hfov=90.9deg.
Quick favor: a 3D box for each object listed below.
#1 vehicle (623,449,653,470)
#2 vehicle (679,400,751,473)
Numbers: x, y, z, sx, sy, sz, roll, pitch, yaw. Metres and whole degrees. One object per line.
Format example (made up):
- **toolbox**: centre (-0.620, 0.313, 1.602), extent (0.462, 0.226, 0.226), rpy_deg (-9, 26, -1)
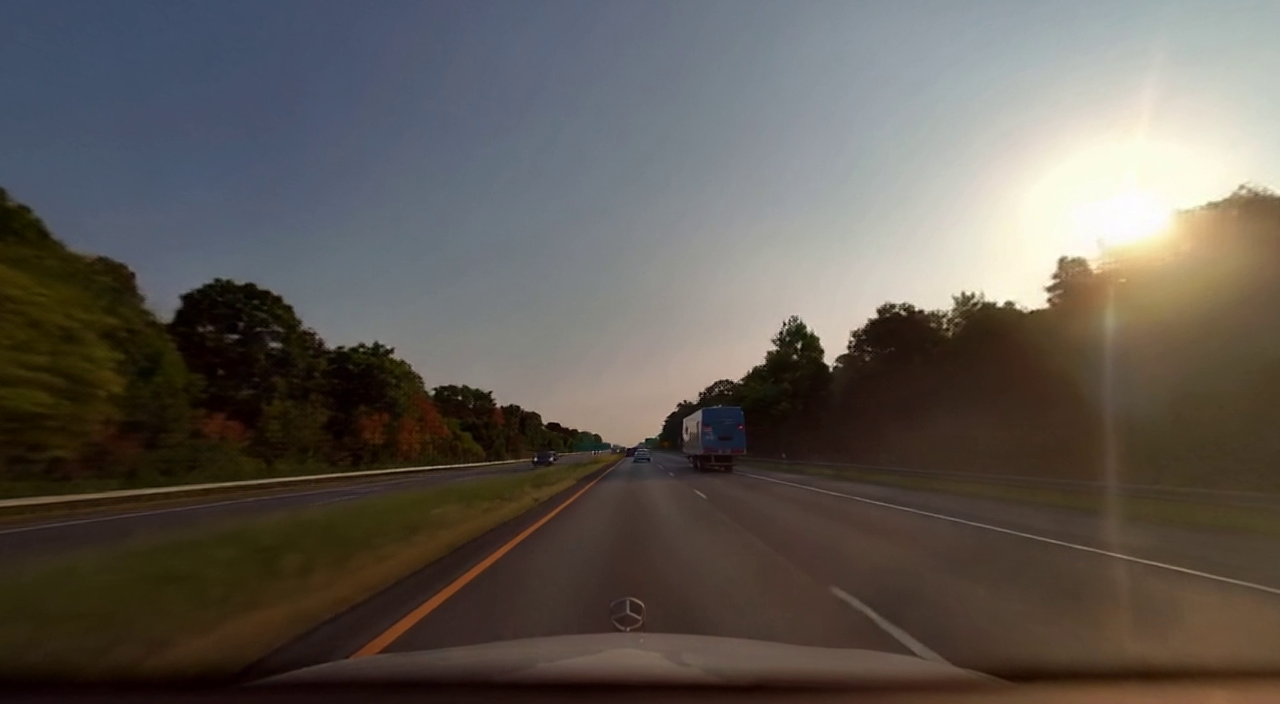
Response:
- **vehicle**: centre (-0.150, 7.394, 43.537), extent (1.926, 1.386, 3.615), rpy_deg (0, -9, 0)
- **vehicle**: centre (4.722, 5.945, 43.337), extent (2.939, 4.129, 14.300), rpy_deg (0, -9, -1)
